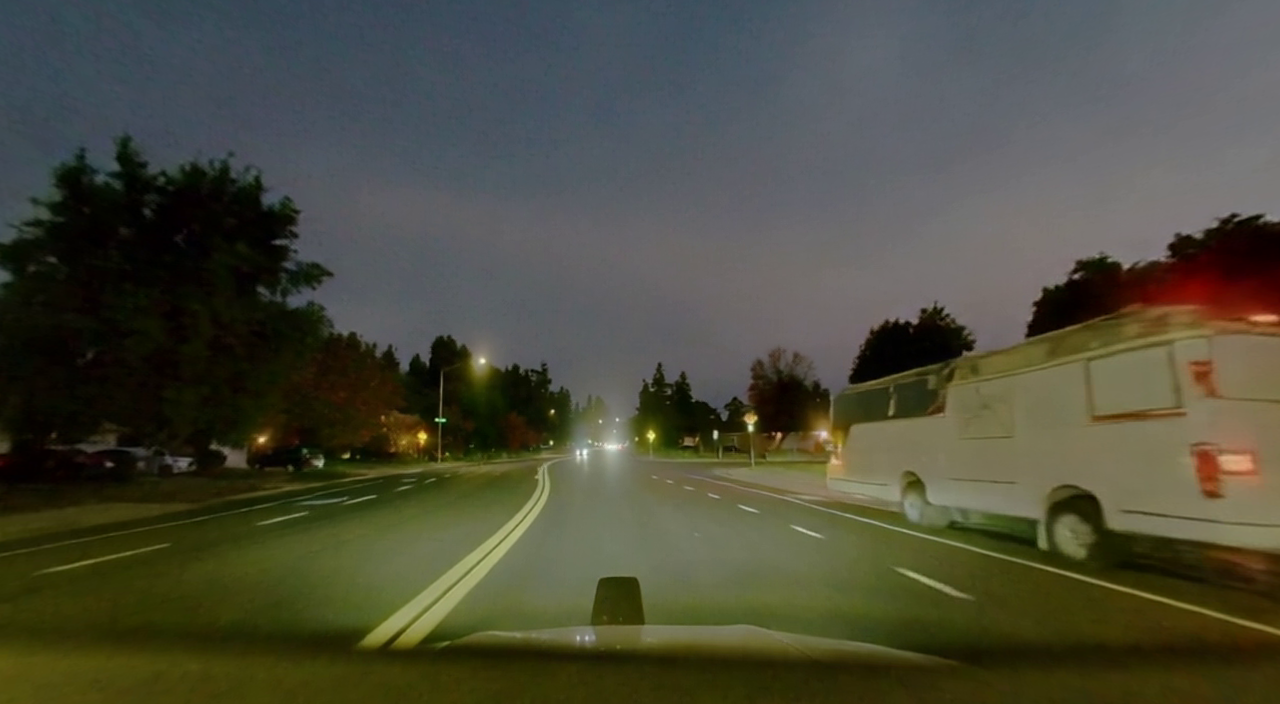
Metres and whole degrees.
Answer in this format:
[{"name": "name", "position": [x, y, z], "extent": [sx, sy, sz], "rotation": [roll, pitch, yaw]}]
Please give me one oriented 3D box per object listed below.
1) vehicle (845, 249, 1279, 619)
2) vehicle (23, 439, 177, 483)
[{"name": "vehicle", "position": [6.966, 1.183, 9.005], "extent": [4.991, 2.862, 7.939], "rotation": [1, -8, -4]}, {"name": "vehicle", "position": [-25.135, 5.055, 29.615], "extent": [4.975, 1.847, 2.096], "rotation": [0, -8, -11]}]
